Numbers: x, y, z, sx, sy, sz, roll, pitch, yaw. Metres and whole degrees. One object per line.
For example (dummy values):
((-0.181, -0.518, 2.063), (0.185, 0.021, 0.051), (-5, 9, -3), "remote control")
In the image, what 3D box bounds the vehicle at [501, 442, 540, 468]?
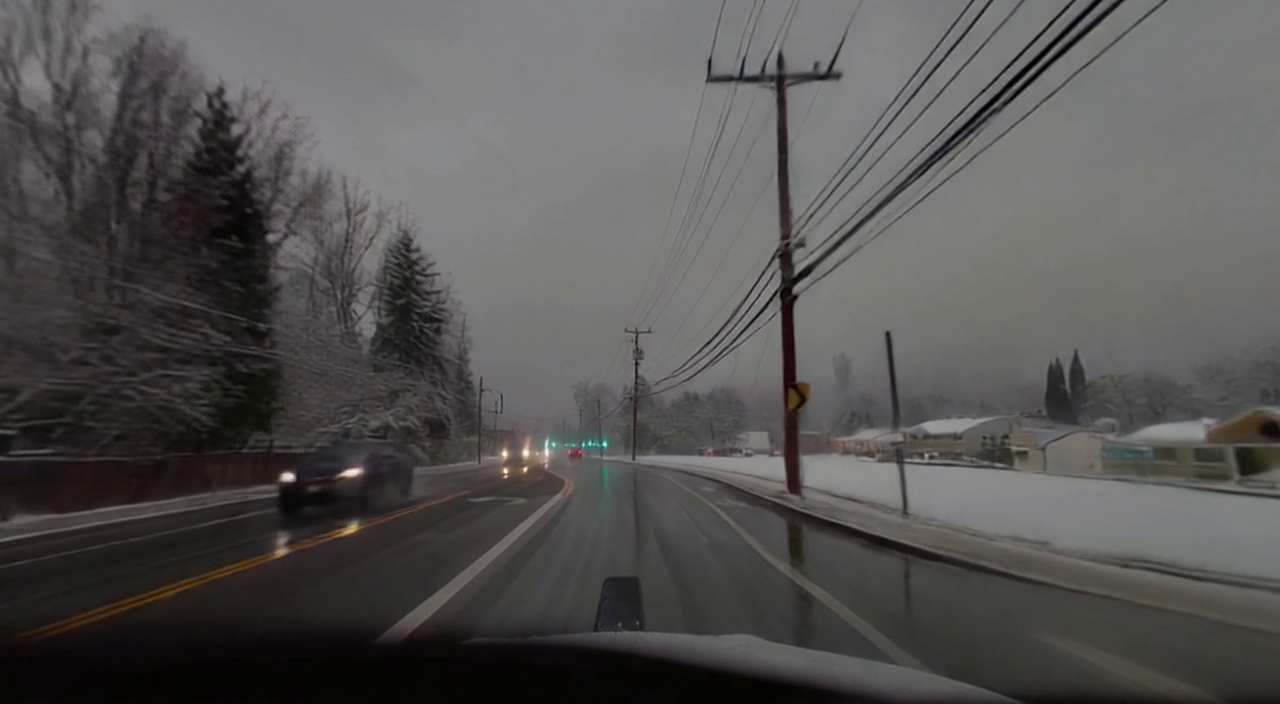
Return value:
((-8.584, 7.435, 45.847), (2.220, 1.817, 4.839), (0, -8, -4), "vehicle")

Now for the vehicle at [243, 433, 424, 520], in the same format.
((-6.768, 2.758, 14.653), (2.116, 1.672, 4.438), (0, -8, -2), "vehicle")
